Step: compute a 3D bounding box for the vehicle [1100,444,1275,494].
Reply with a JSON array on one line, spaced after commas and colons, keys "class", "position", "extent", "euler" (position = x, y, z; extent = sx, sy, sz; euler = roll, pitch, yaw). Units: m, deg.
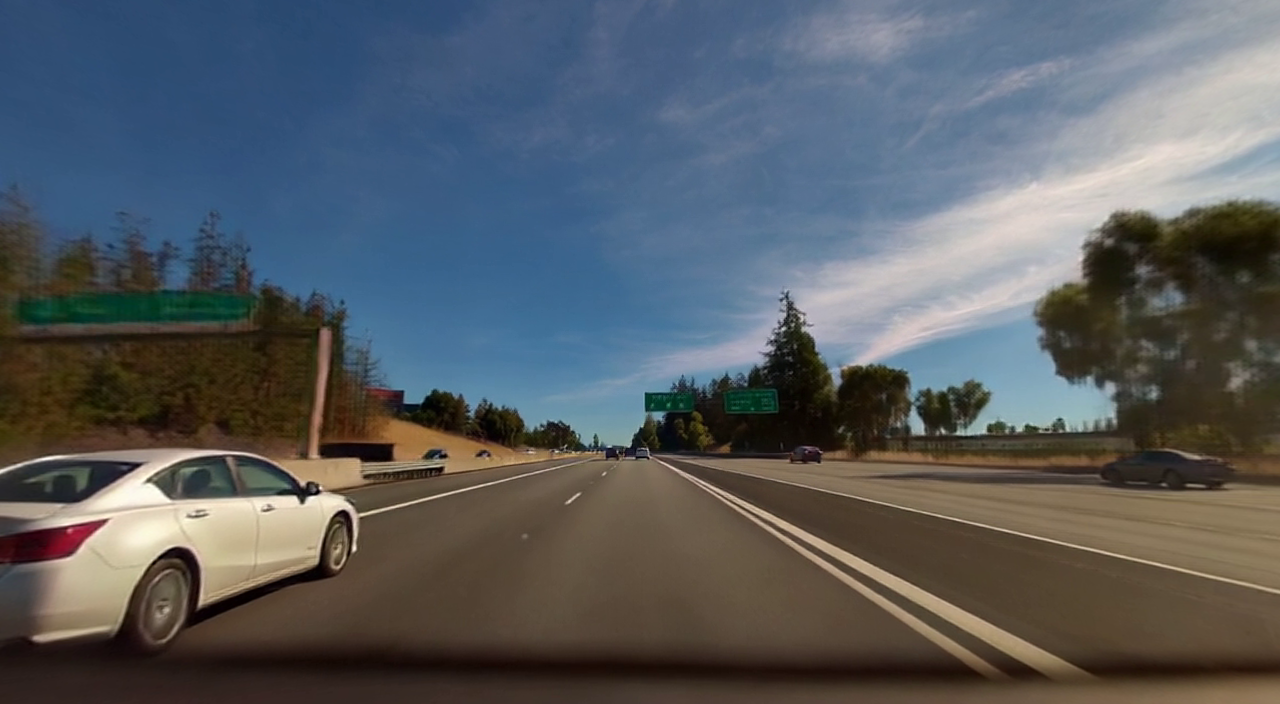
[{"class": "vehicle", "position": [21.641, 4.595, 25.183], "extent": [1.973, 1.766, 4.726], "euler": [4, -10, -27]}]

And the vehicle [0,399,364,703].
[{"class": "vehicle", "position": [-3.977, 1.288, 4.621], "extent": [1.988, 1.585, 4.215], "euler": [0, -9, 0]}]
